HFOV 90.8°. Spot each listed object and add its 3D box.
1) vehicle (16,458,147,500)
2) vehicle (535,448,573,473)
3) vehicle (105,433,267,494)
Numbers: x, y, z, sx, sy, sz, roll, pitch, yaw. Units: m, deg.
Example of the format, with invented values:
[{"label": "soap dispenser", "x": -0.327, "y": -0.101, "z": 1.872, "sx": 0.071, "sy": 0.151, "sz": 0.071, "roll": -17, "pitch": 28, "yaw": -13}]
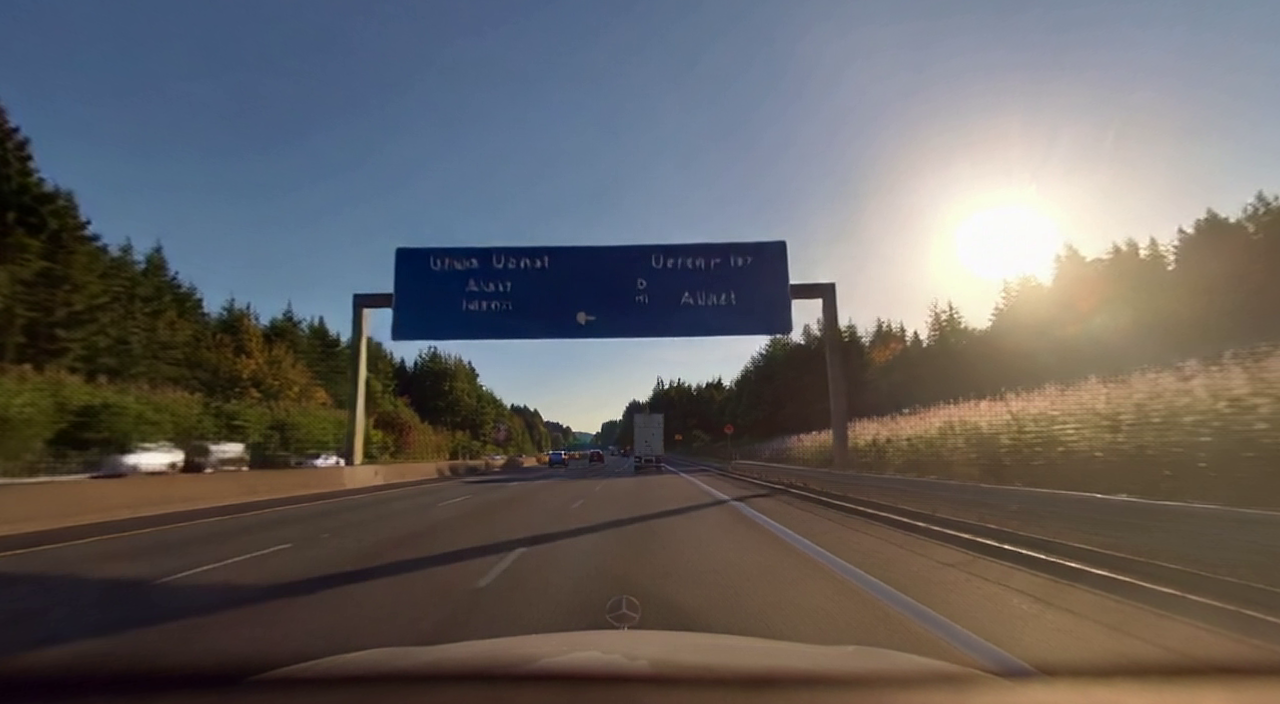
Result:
[{"label": "vehicle", "x": -20.463, "y": 4.635, "z": 23.310, "sx": 1.540, "sy": 1.366, "sz": 3.516, "roll": 0, "pitch": -9, "yaw": 1}, {"label": "vehicle", "x": -6.386, "y": 8.093, "z": 47.361, "sx": 2.119, "sy": 1.754, "sz": 4.404, "roll": 0, "pitch": -9, "yaw": 1}, {"label": "vehicle", "x": -20.609, "y": 5.118, "z": 29.241, "sx": 2.562, "sy": 2.458, "sz": 6.575, "roll": 0, "pitch": -9, "yaw": 0}]
